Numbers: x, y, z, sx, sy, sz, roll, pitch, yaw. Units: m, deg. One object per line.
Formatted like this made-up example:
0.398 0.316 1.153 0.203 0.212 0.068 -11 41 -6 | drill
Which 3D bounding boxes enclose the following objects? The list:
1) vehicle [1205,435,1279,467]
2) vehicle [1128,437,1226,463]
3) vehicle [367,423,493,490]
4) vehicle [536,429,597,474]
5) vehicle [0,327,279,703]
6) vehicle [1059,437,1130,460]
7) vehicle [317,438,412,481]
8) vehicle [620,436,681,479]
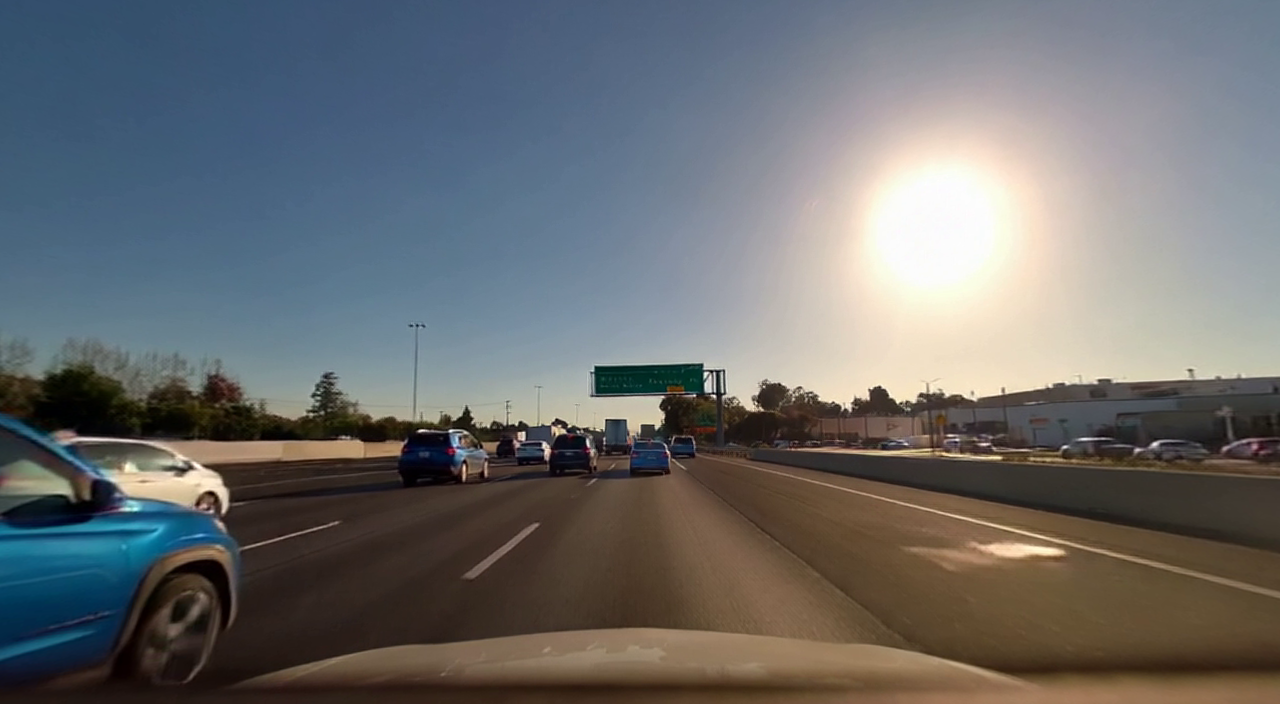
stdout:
30.405 4.803 30.756 1.722 1.461 4.302 0 -8 1 | vehicle
30.511 5.600 36.017 1.598 1.384 4.580 0 -8 1 | vehicle
-6.234 3.171 19.454 2.125 1.804 4.864 0 -8 1 | vehicle
-3.020 4.214 26.881 2.007 1.730 4.412 0 -8 1 | vehicle
-3.199 0.673 1.550 1.961 1.687 4.453 0 -8 0 | vehicle
30.524 6.480 42.504 1.656 1.442 4.167 0 -8 1 | vehicle
-9.910 3.882 23.007 1.774 1.408 3.917 0 -8 -2 | vehicle
0.370 3.913 23.654 2.090 1.474 3.970 0 -8 1 | vehicle
